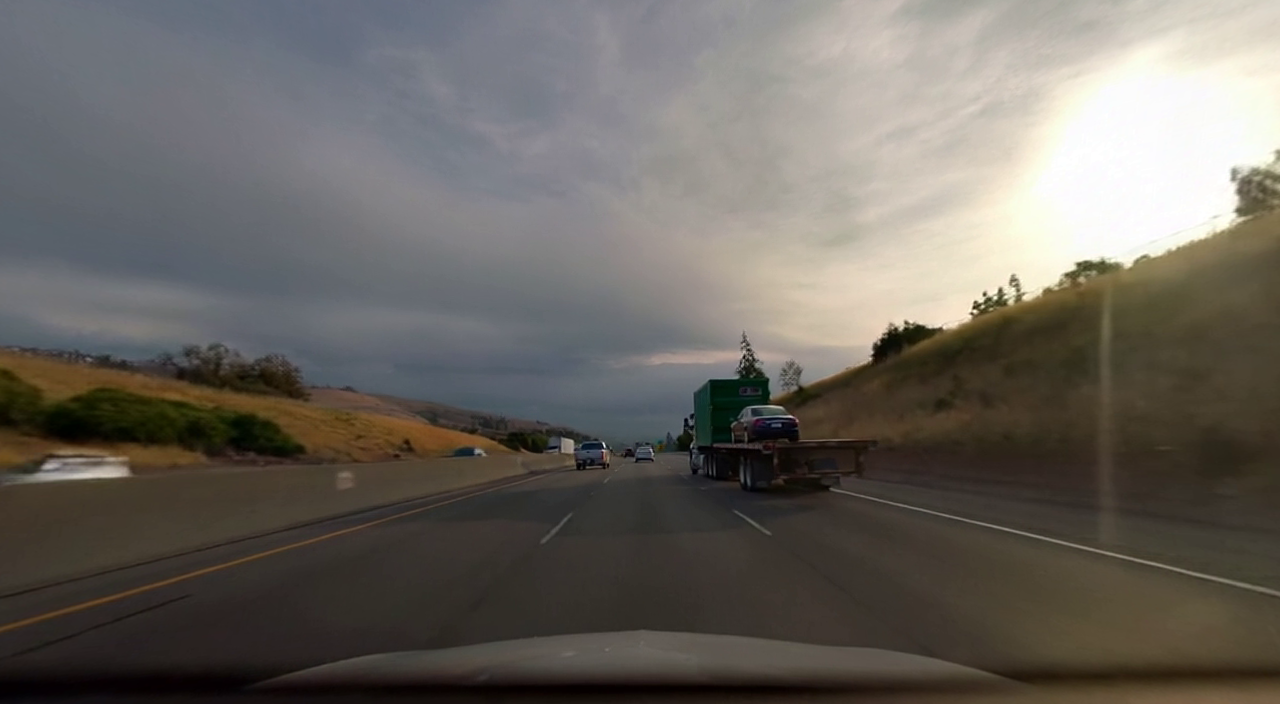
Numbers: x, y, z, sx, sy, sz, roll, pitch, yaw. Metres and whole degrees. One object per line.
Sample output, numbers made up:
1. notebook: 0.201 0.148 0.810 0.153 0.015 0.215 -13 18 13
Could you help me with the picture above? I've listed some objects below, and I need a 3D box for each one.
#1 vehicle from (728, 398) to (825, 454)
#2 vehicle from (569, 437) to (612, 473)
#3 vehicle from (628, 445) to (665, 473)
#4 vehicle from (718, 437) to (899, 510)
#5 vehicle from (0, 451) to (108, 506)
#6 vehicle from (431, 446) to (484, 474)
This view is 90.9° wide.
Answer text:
1. vehicle: 4.099 2.395 19.743 1.968 1.547 4.215 0 -9 -2
2. vehicle: -2.930 6.253 38.352 2.142 2.044 4.446 0 -9 2
3. vehicle: 0.383 6.241 36.892 2.086 1.497 3.681 0 -9 1
4. vehicle: 4.246 3.383 18.477 2.654 1.574 9.537 0 -9 0
5. vehicle: -18.569 3.731 18.928 1.962 1.488 3.587 0 -9 0
6. vehicle: -10.784 6.422 37.561 1.891 1.528 4.142 0 -9 1
